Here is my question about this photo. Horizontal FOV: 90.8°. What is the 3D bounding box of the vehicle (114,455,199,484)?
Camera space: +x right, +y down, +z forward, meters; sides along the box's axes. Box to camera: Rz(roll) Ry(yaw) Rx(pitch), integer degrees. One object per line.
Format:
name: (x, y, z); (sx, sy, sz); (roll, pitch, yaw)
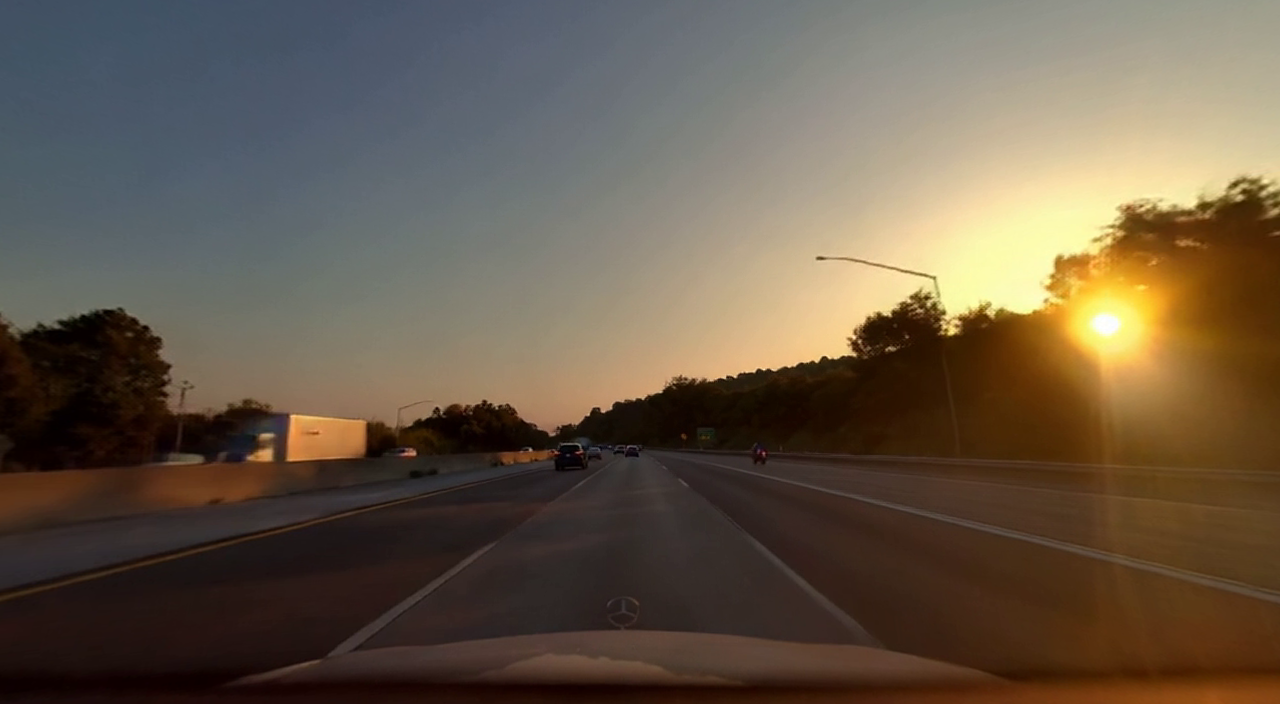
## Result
vehicle: (-32.841, 7.969, 43.102); (2.044, 1.790, 4.666); (0, -9, -1)

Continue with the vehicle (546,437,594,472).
vehicle: (-3.776, 5.653, 34.905); (2.114, 1.774, 4.427); (0, -9, 0)

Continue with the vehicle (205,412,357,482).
vehicle: (-21.525, 5.887, 39.096); (3.040, 3.719, 10.791); (0, -9, 0)
